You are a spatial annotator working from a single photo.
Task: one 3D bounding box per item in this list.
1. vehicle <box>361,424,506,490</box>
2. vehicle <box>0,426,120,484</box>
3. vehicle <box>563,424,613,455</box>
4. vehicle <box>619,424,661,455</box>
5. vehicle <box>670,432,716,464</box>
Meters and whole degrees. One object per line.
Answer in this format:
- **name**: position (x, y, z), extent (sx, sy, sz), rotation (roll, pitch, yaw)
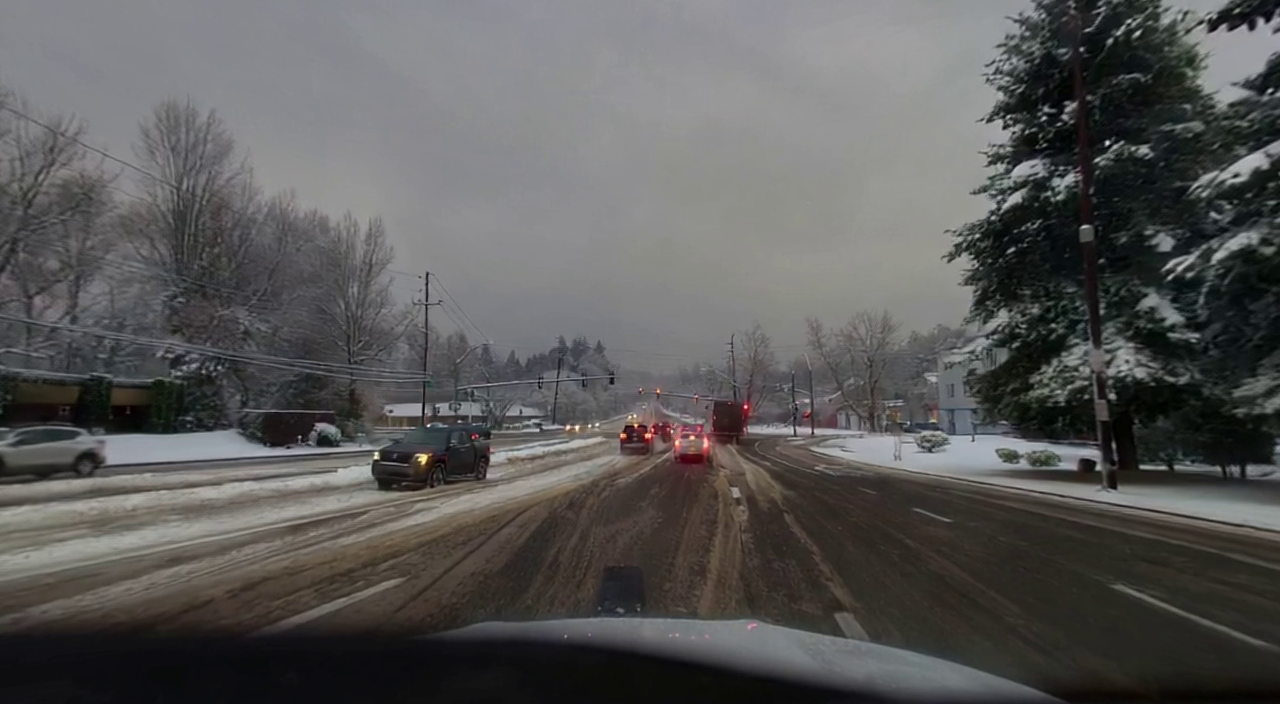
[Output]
- **vehicle**: position (-5.299, 2.765, 16.865), extent (2.010, 1.515, 4.152), rotation (-1, -9, 8)
- **vehicle**: position (-20.162, 3.346, 20.636), extent (1.969, 1.738, 4.539), rotation (-1, -9, 7)
- **vehicle**: position (-3.050, 5.366, 38.375), extent (2.078, 1.787, 5.006), rotation (-1, -9, 6)
- **vehicle**: position (0.053, 5.646, 40.476), extent (2.188, 1.892, 4.488), rotation (-1, -9, 6)
- **vehicle**: position (2.790, 4.917, 32.372), extent (2.109, 1.500, 4.585), rotation (-1, -9, 8)
